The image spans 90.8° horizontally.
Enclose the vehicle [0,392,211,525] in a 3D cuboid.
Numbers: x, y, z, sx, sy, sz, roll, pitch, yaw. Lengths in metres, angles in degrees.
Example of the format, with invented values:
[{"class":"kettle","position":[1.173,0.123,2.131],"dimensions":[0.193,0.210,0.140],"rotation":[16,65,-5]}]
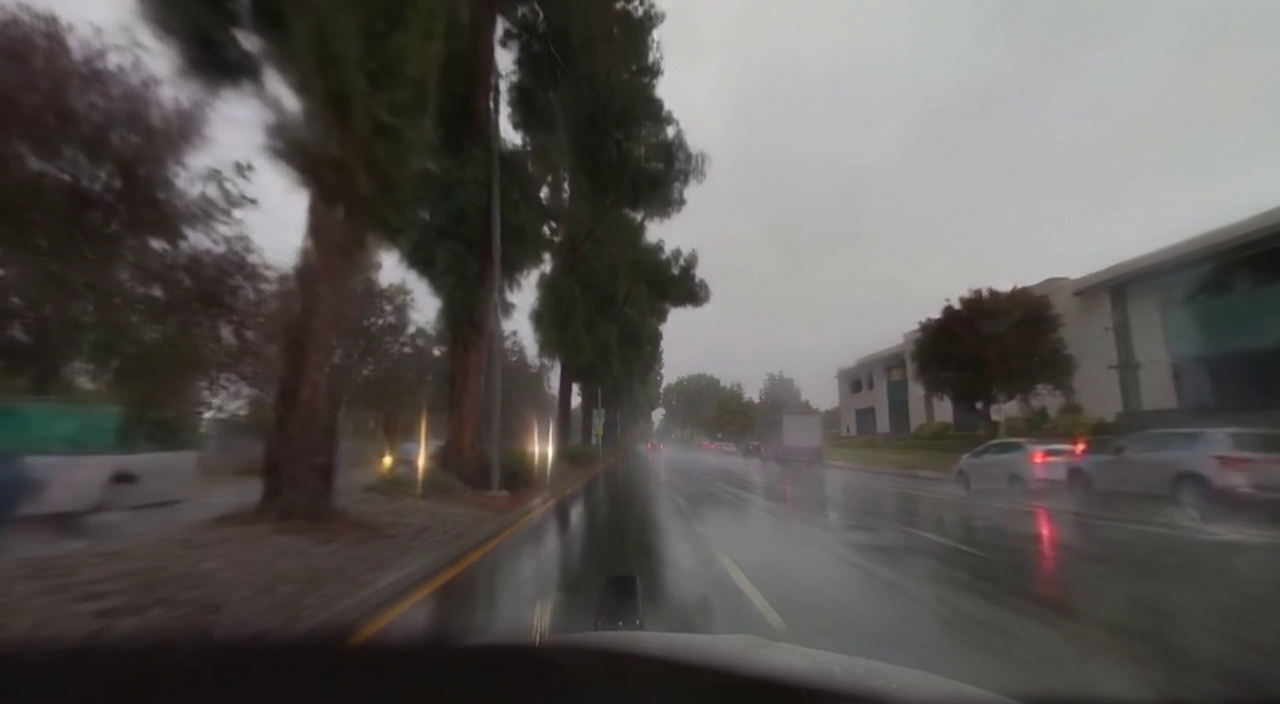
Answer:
[{"class":"vehicle","position":[-12.204,2.188,13.327],"dimensions":[2.243,2.272,5.683],"rotation":[0,-8,1]}]

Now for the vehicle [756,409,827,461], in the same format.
[{"class":"vehicle","position":[9.547,5.418,40.773],"dimensions":[2.670,3.016,7.732],"rotation":[0,-8,1]}]

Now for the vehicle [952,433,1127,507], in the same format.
[{"class":"vehicle","position":[10.364,3.051,16.867],"dimensions":[1.790,1.689,4.291],"rotation":[0,-8,-1]}]

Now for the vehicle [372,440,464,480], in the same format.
[{"class":"vehicle","position":[-8.983,4.402,26.050],"dimensions":[2.001,1.477,4.754],"rotation":[0,-8,1]}]

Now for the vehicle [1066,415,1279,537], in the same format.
[{"class":"vehicle","position":[10.287,2.071,11.079],"dimensions":[2.043,1.761,5.022],"rotation":[0,-8,-1]}]

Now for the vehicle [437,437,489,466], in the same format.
[{"class":"vehicle","position":[-12.189,6.871,43.925],"dimensions":[2.180,1.904,4.631],"rotation":[0,-8,1]}]
